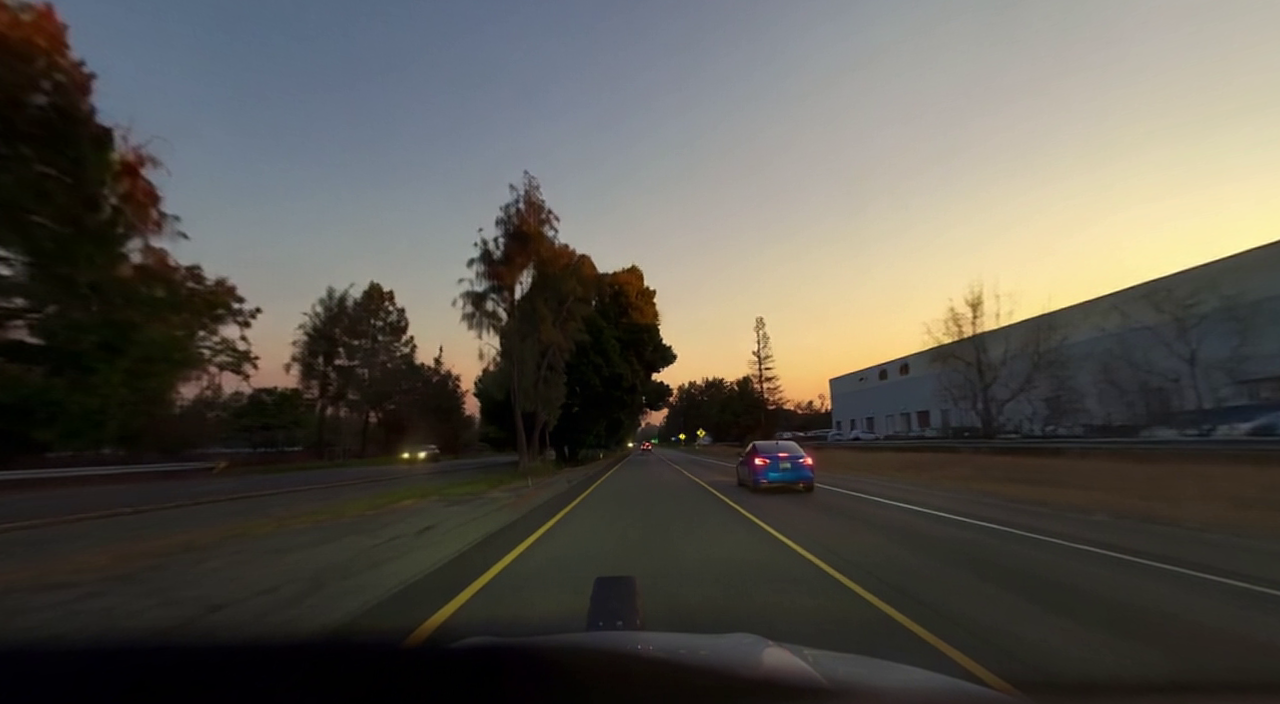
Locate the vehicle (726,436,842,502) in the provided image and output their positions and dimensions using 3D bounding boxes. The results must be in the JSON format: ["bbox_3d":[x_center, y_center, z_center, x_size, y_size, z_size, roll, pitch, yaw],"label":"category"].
[{"bbox_3d":[3.631,3.038,16.692,2.079,1.531,3.997,0,-8,-1],"label":"vehicle"}]
